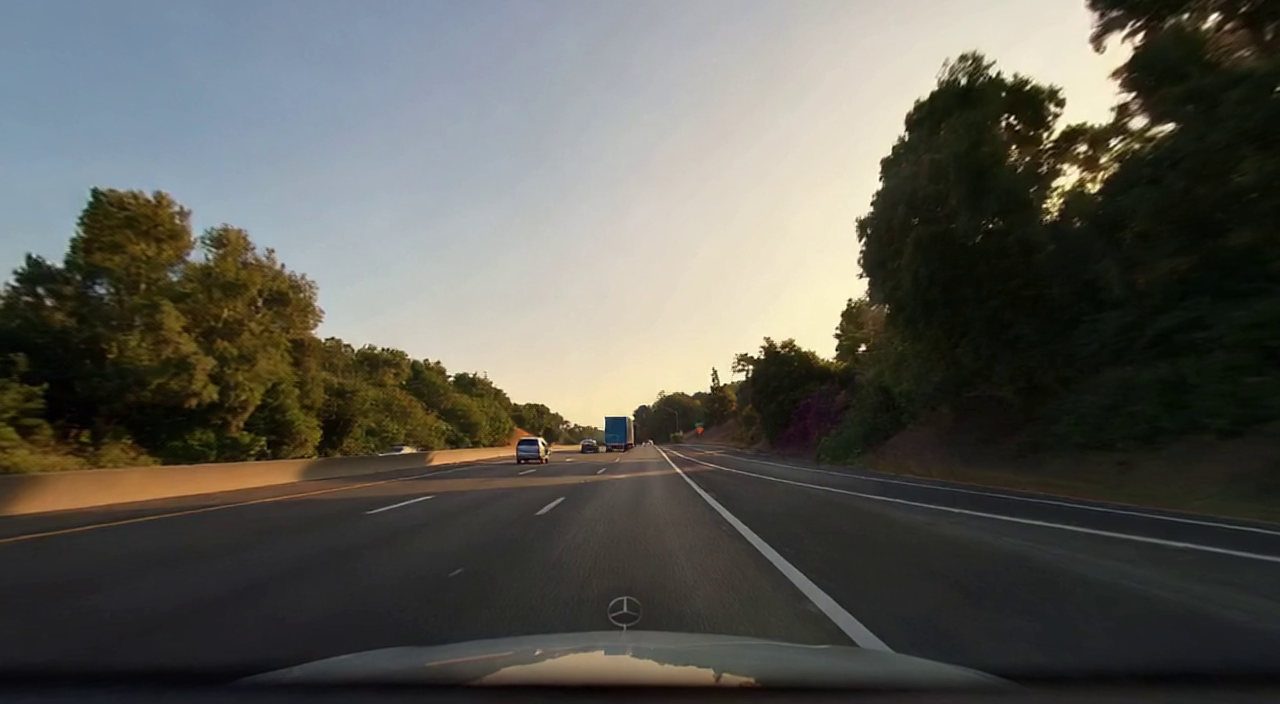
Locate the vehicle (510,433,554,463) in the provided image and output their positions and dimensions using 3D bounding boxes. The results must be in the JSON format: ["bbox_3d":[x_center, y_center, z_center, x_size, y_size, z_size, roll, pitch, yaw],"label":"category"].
[{"bbox_3d":[-7.082,6.353,41.857,2.043,1.828,4.436,0,-8,2],"label":"vehicle"}]
